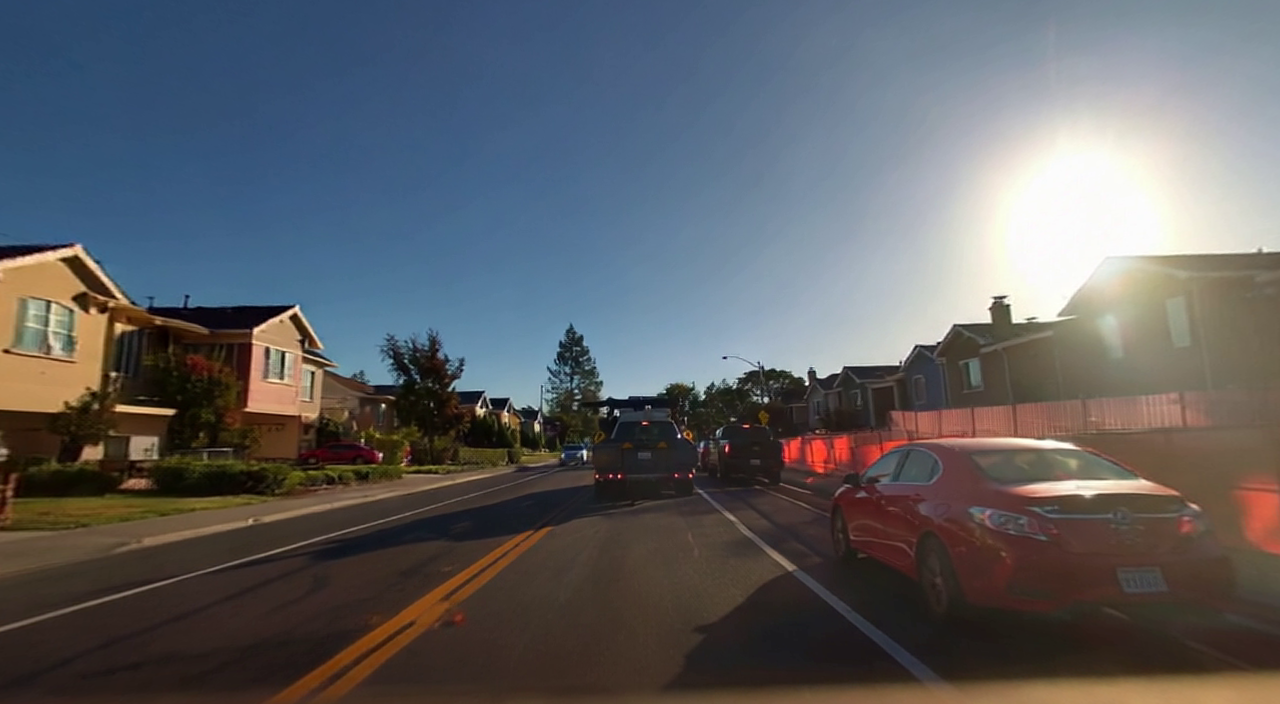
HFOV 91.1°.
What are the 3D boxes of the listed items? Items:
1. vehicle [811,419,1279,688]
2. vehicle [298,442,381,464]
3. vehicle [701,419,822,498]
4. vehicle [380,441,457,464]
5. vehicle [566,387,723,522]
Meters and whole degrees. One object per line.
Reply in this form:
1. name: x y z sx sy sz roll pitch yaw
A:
1. vehicle: 3.221 1.469 5.846 2.010 1.499 4.481 0 -8 0
2. vehicle: -20.219 6.790 42.314 4.706 1.468 1.817 -1 -8 3
3. vehicle: 3.355 3.127 18.802 2.486 1.993 5.667 0 -8 0
4. vehicle: -14.953 6.829 42.609 4.490 1.500 1.875 0 -8 -1
5. vehicle: 0.134 2.270 14.262 2.751 2.361 6.347 0 -9 1
